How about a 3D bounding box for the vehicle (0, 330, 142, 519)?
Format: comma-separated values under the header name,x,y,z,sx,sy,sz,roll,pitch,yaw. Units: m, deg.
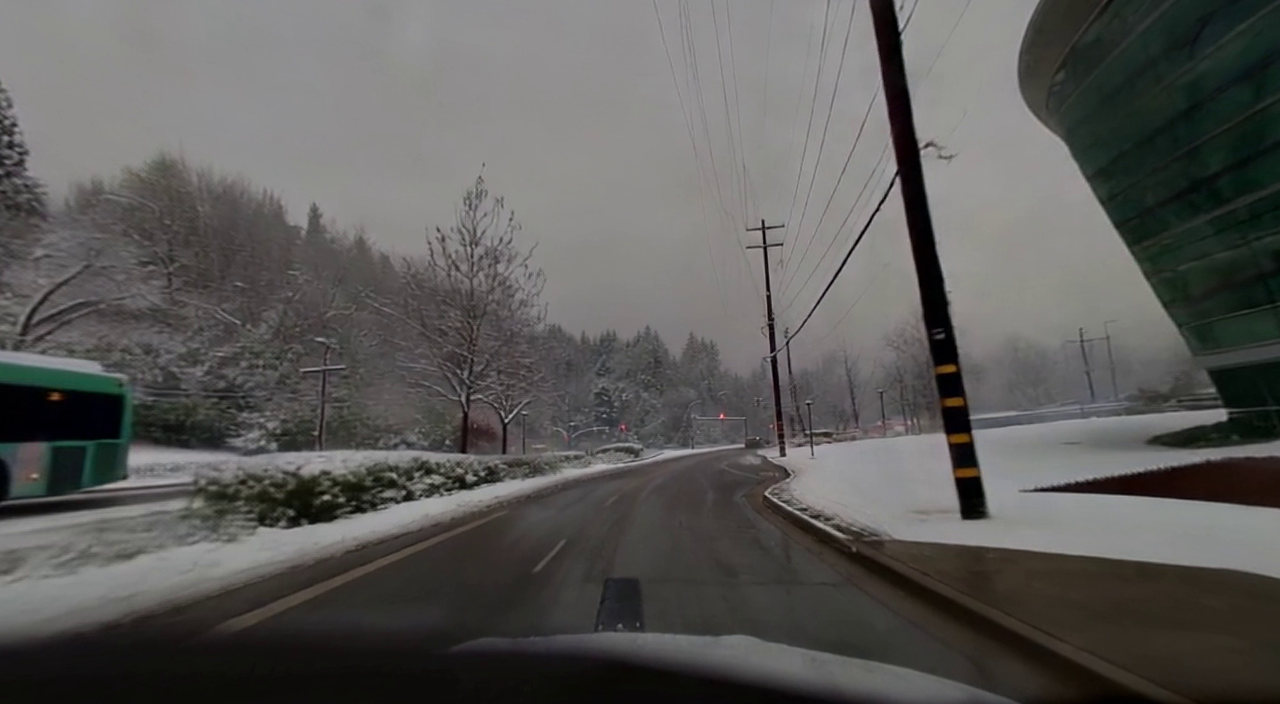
name,x,y,z,sx,sy,sz,roll,pitch,yaw
vehicle,-15.416,1.244,11.499,3.014,4.047,11.442,0,-9,1
